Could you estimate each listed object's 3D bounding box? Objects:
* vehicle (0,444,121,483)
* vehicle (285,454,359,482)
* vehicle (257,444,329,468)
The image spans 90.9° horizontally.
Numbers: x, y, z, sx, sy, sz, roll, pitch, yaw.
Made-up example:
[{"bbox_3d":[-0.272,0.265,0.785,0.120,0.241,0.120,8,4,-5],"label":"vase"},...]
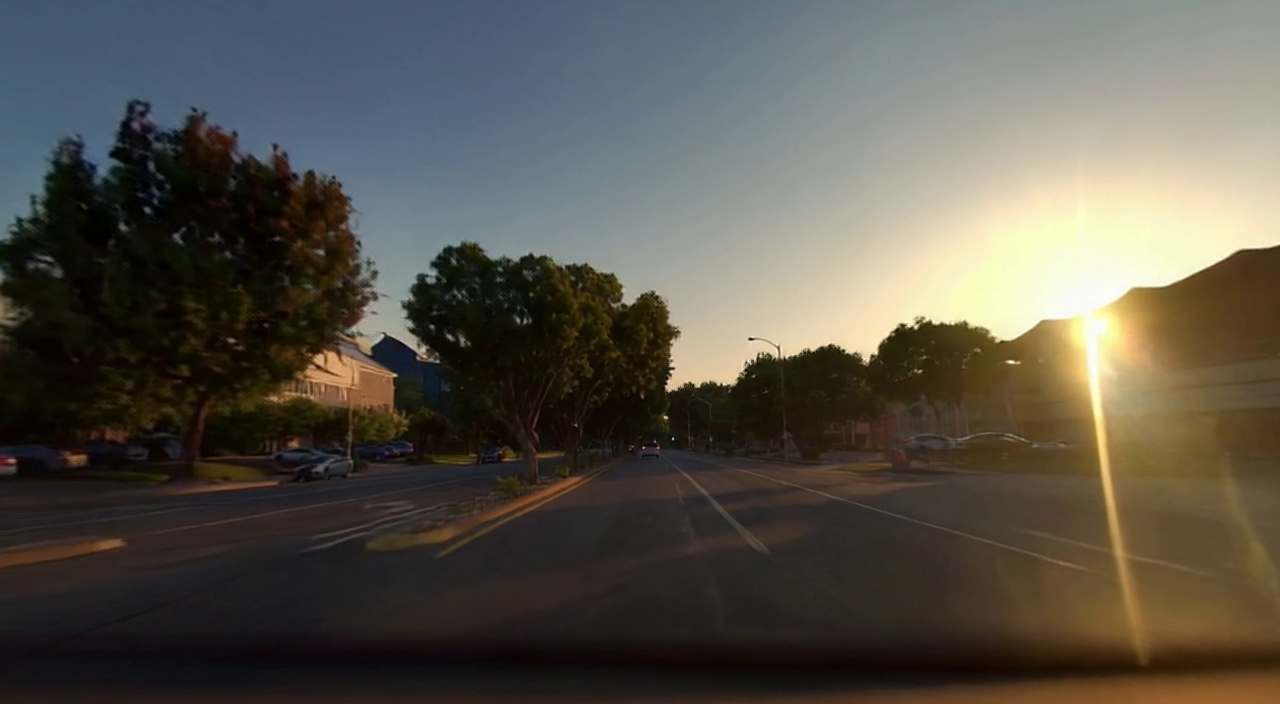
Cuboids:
[{"bbox_3d":[-26.905,5.110,29.017,4.106,1.698,2.072,0,-8,2],"label":"vehicle"},{"bbox_3d":[-18.637,6.777,37.250,1.815,1.453,4.870,0,-8,1],"label":"vehicle"},{"bbox_3d":[-25.959,7.801,47.261,4.190,1.729,1.957,0,-8,2],"label":"vehicle"}]
